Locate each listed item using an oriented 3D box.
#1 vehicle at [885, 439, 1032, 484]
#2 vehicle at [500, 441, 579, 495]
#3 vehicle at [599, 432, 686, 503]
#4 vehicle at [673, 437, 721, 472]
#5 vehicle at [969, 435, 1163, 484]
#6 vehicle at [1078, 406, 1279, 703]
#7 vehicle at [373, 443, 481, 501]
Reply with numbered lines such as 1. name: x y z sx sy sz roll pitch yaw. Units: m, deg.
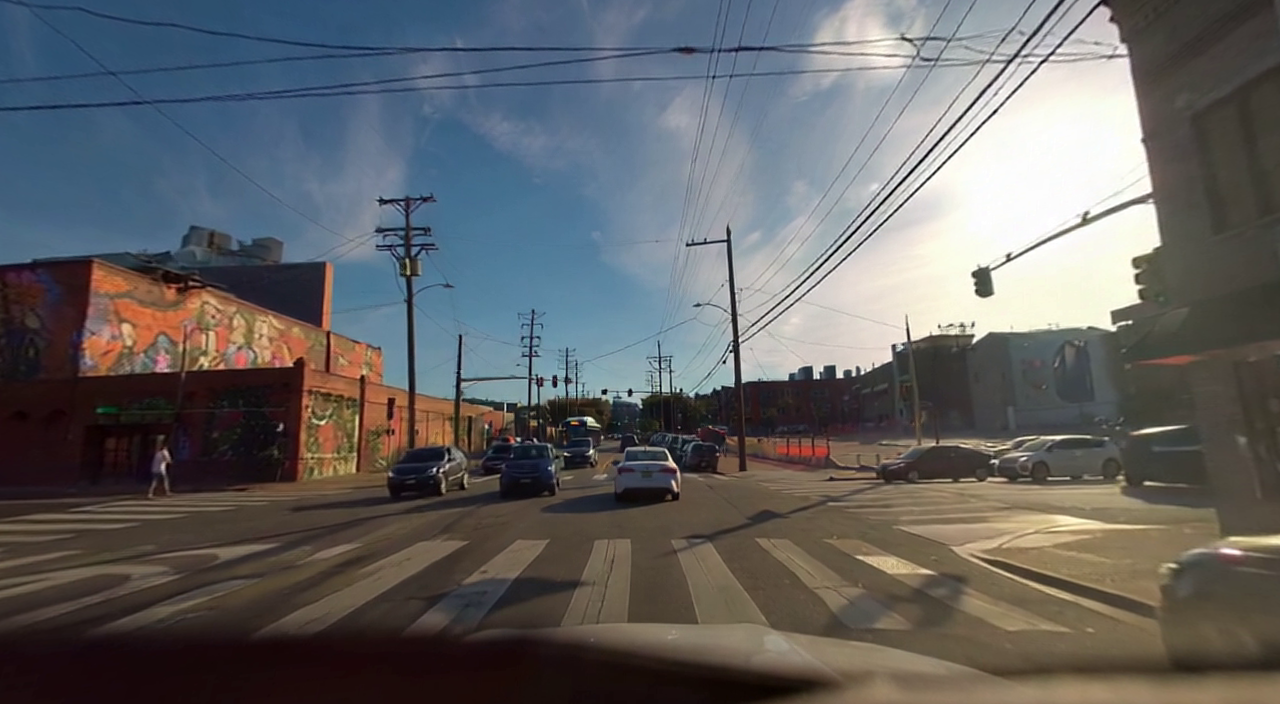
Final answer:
1. vehicle: 12.206 4.220 24.500 4.576 1.650 1.980 -1 -9 2
2. vehicle: -3.364 3.941 21.867 2.055 1.660 3.954 0 -8 0
3. vehicle: 0.053 3.227 18.058 2.190 1.783 4.048 0 -8 0
4. vehicle: 3.033 5.652 34.745 2.171 1.751 4.373 0 -9 -1
5. vehicle: 14.254 3.619 21.372 5.045 1.527 2.107 0 -9 -1
6. vehicle: 3.487 0.799 1.257 1.949 1.521 4.445 0 -8 -1
7. vehicle: -7.096 4.014 21.731 1.892 1.706 5.224 0 -8 0
